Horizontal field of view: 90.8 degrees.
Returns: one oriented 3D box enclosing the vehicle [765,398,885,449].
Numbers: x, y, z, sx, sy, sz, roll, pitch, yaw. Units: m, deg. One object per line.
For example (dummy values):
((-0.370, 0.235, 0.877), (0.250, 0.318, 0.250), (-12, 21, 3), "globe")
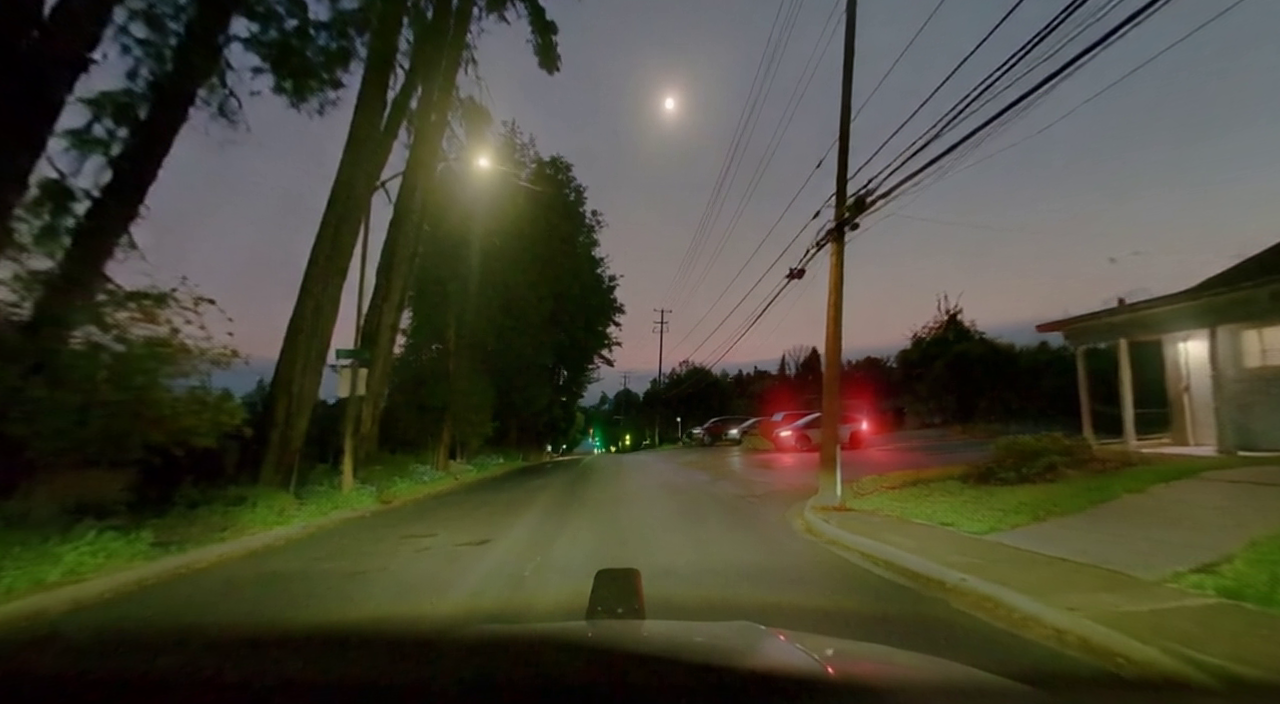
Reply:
((7.876, 3.105, 26.898), (4.780, 1.984, 1.896), (4, -9, -24), "vehicle")
